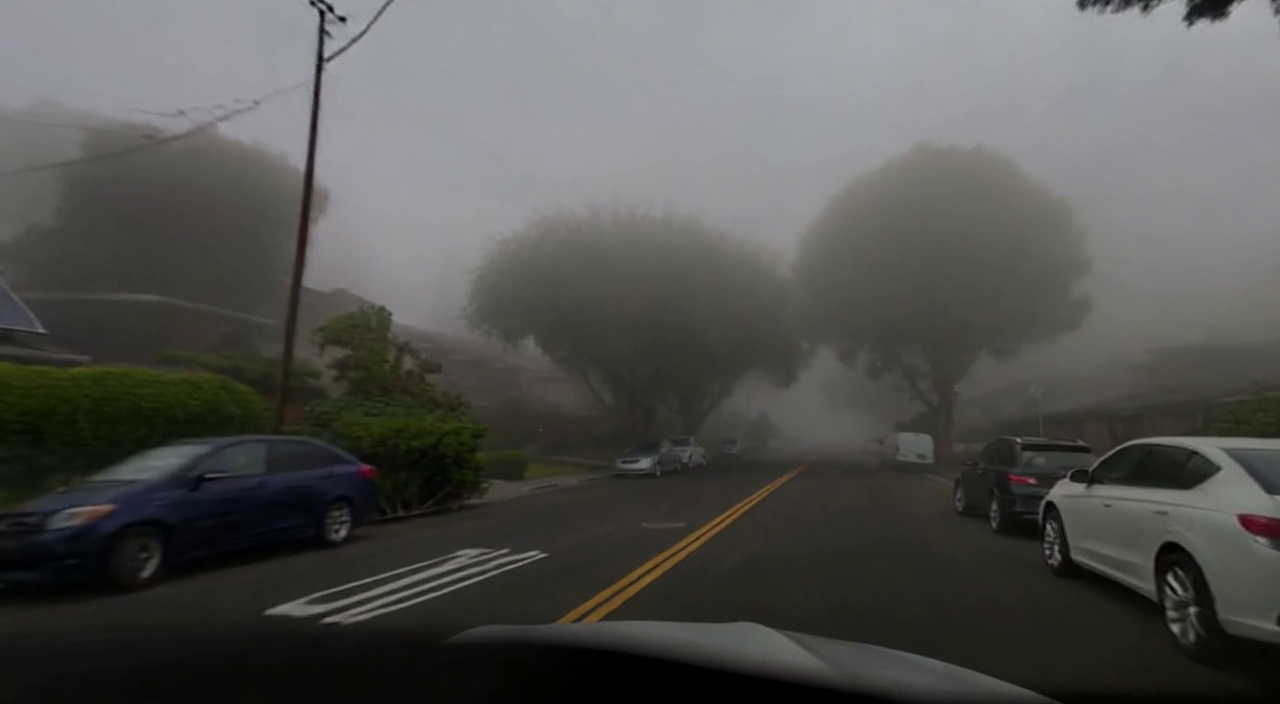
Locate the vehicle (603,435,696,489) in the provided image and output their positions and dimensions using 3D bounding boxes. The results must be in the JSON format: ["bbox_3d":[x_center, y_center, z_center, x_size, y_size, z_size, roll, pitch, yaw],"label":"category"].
[{"bbox_3d":[0.471,3.786,22.215,1.901,1.472,4.676,-7,-8,17],"label":"vehicle"}]

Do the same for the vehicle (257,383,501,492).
[{"bbox_3d":[-6.408,2.115,15.675,5.210,2.370,2.336,-2,-8,17],"label":"vehicle"}]

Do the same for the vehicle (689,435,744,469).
[{"bbox_3d":[4.032,5.231,32.703,1.818,1.563,4.483,-6,-11,18],"label":"vehicle"}]

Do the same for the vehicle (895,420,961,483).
[{"bbox_3d":[12.718,4.369,28.114,2.215,2.542,4.550,-2,-8,20],"label":"vehicle"}]

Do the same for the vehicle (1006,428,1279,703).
[{"bbox_3d":[4.555,1.354,4.884,1.969,1.478,4.632,-3,-8,18],"label":"vehicle"}]

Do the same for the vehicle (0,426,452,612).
[{"bbox_3d":[-4.438,1.670,7.533,1.848,1.406,4.601,-5,-7,18],"label":"vehicle"}]
